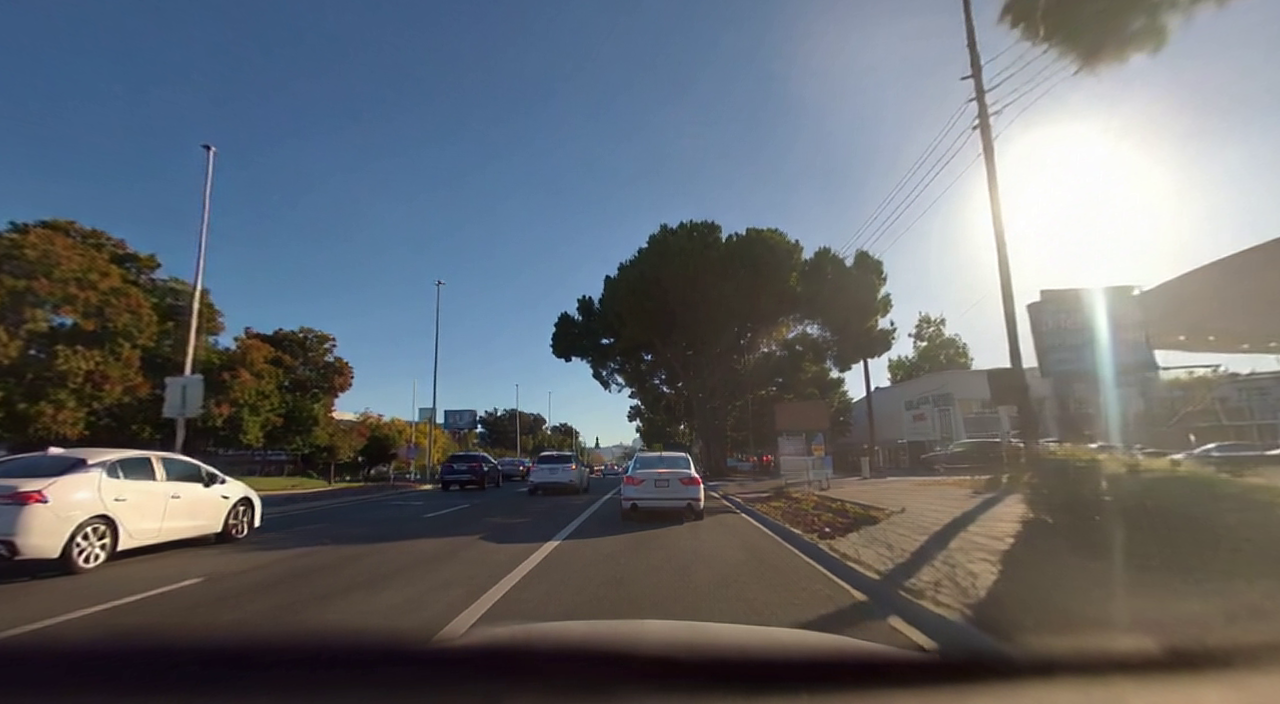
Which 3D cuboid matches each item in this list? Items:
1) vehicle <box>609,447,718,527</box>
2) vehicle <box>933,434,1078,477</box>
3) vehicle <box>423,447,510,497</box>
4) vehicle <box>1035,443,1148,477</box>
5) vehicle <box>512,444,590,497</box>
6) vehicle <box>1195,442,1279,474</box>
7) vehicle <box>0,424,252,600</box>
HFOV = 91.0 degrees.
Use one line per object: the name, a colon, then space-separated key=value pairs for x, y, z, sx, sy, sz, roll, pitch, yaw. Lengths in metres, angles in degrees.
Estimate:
vehicle: x=0.491 y=2.903 z=14.155 sx=2.091 sy=1.494 sz=3.962 roll=0 pitch=-9 yaw=1
vehicle: x=18.215 y=5.144 z=31.607 sx=5.852 sy=1.962 sz=2.323 roll=-8 pitch=-11 yaw=41
vehicle: x=-6.731 y=4.655 z=24.993 sx=2.032 sy=1.767 sz=4.549 roll=0 pitch=-9 yaw=1
vehicle: x=22.429 y=5.384 z=31.407 sx=4.220 sy=1.550 sz=1.935 roll=-9 pitch=-13 yaw=43
vehicle: x=-3.145 y=4.306 z=23.332 sx=2.055 sy=1.725 sz=4.732 roll=0 pitch=-9 yaw=2
vehicle: x=30.468 y=5.215 z=31.128 sx=1.757 sy=1.496 sz=4.200 roll=8 pitch=-11 yaw=-42
vehicle: x=-7.058 y=1.761 z=7.593 sx=1.968 sy=1.657 sz=4.230 roll=0 pitch=-9 yaw=1
